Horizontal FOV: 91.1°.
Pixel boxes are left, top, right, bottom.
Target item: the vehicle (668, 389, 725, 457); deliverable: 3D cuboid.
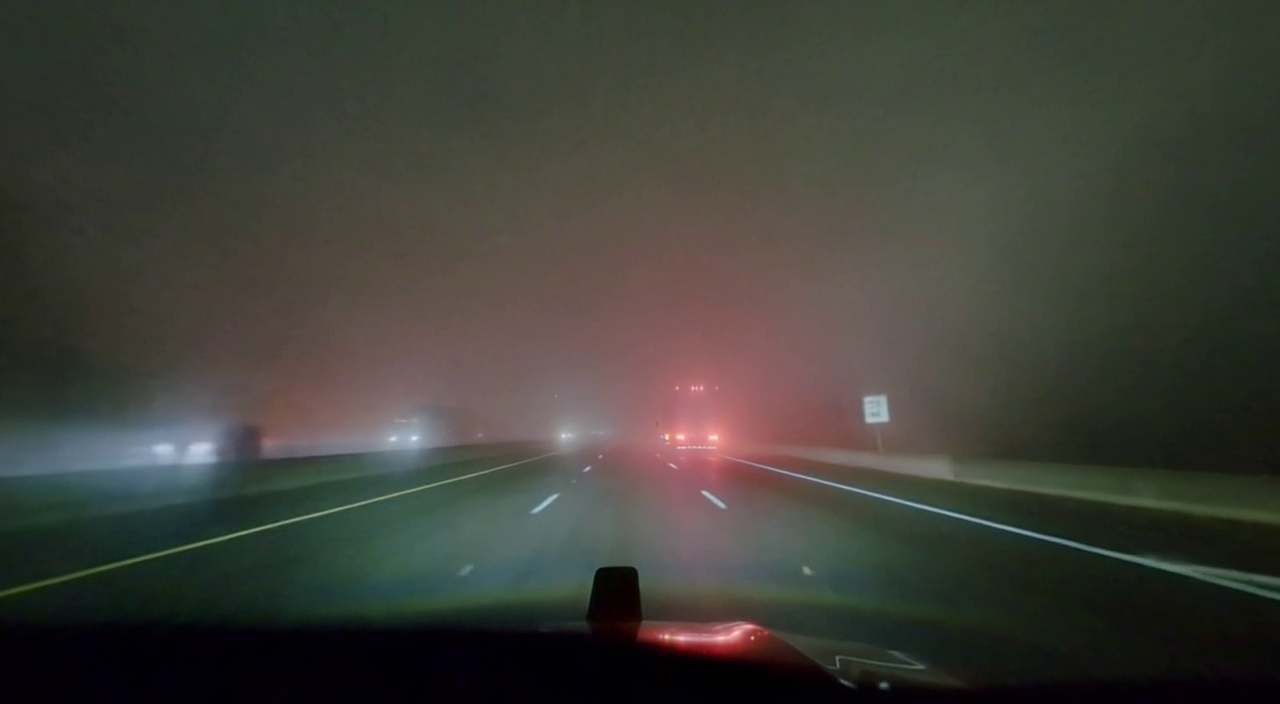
[{"bbox_3d":[3.527,4.775,41.633,2.859,3.981,8.596,0,-8,-1],"label":"vehicle"}]
